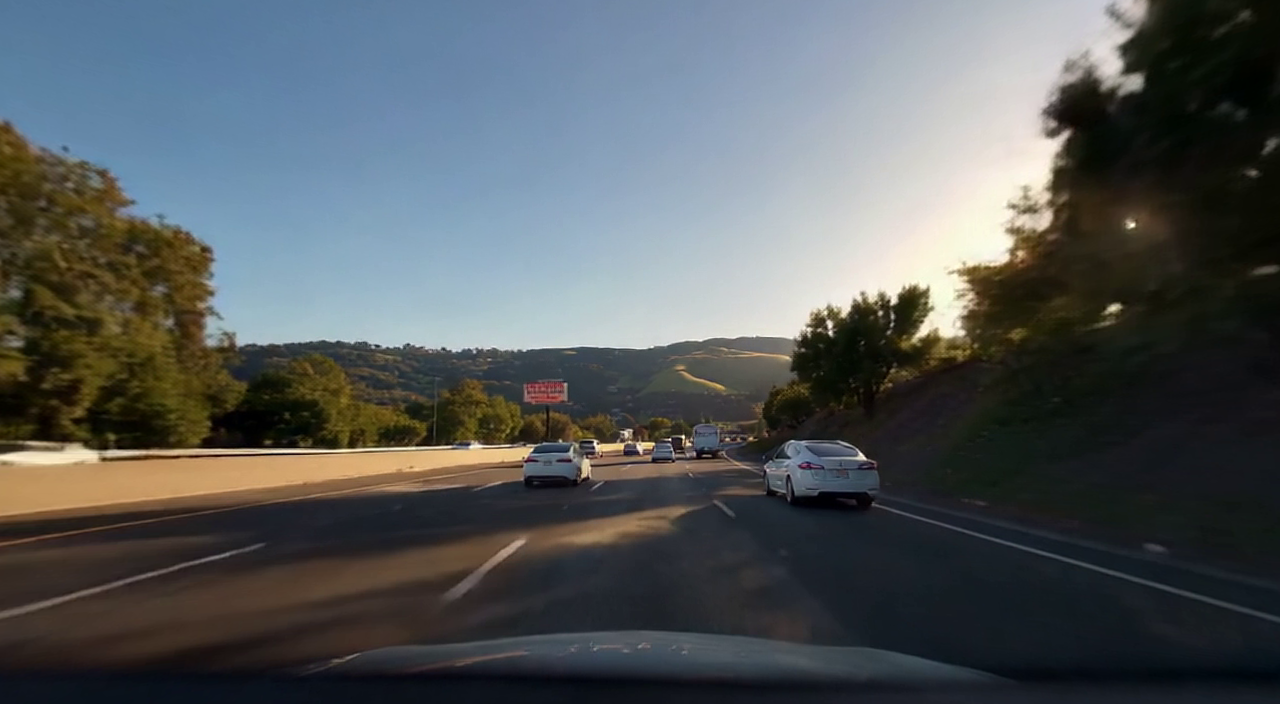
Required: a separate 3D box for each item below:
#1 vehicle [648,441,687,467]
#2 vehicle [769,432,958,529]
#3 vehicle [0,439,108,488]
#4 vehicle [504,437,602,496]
[{"bbox_3d":[1.628,6.047,37.628,2.202,1.467,3.929,-1,-8,3],"label":"vehicle"},{"bbox_3d":[3.953,2.336,12.082,2.013,1.464,4.317,1,-8,0],"label":"vehicle"},{"bbox_3d":[-23.175,4.171,23.933,1.939,1.706,4.486,0,-8,2],"label":"vehicle"},{"bbox_3d":[-2.375,3.294,18.618,2.031,1.491,4.792,-1,-8,3],"label":"vehicle"}]
